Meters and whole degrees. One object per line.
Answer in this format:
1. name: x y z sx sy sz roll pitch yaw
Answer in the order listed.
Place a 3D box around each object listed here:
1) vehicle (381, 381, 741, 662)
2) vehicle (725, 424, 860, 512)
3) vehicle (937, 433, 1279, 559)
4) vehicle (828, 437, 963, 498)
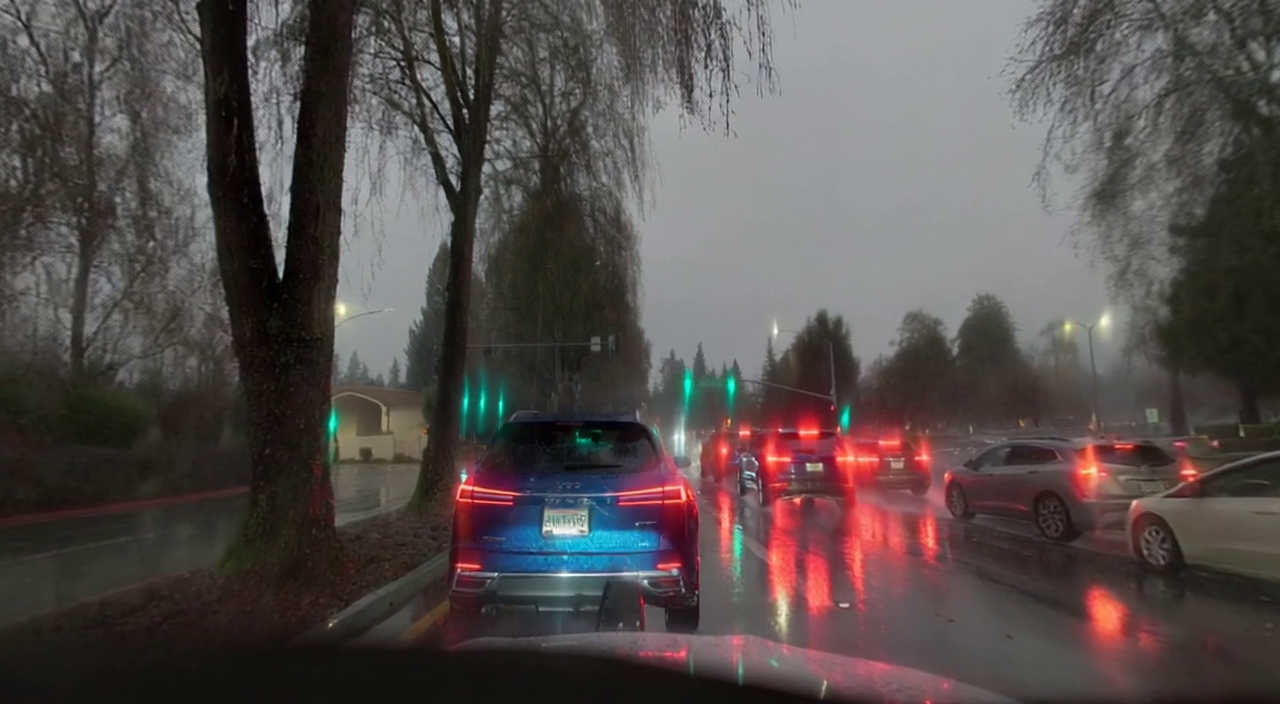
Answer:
1. vehicle: -0.433 1.351 6.084 2.201 1.709 4.271 0 -9 1
2. vehicle: 3.259 2.580 14.474 1.963 1.682 4.407 0 -9 0
3. vehicle: 6.583 2.017 9.656 1.894 1.445 4.565 0 -9 0
4. vehicle: 6.960 3.186 17.792 1.890 1.489 4.415 0 -9 -1
